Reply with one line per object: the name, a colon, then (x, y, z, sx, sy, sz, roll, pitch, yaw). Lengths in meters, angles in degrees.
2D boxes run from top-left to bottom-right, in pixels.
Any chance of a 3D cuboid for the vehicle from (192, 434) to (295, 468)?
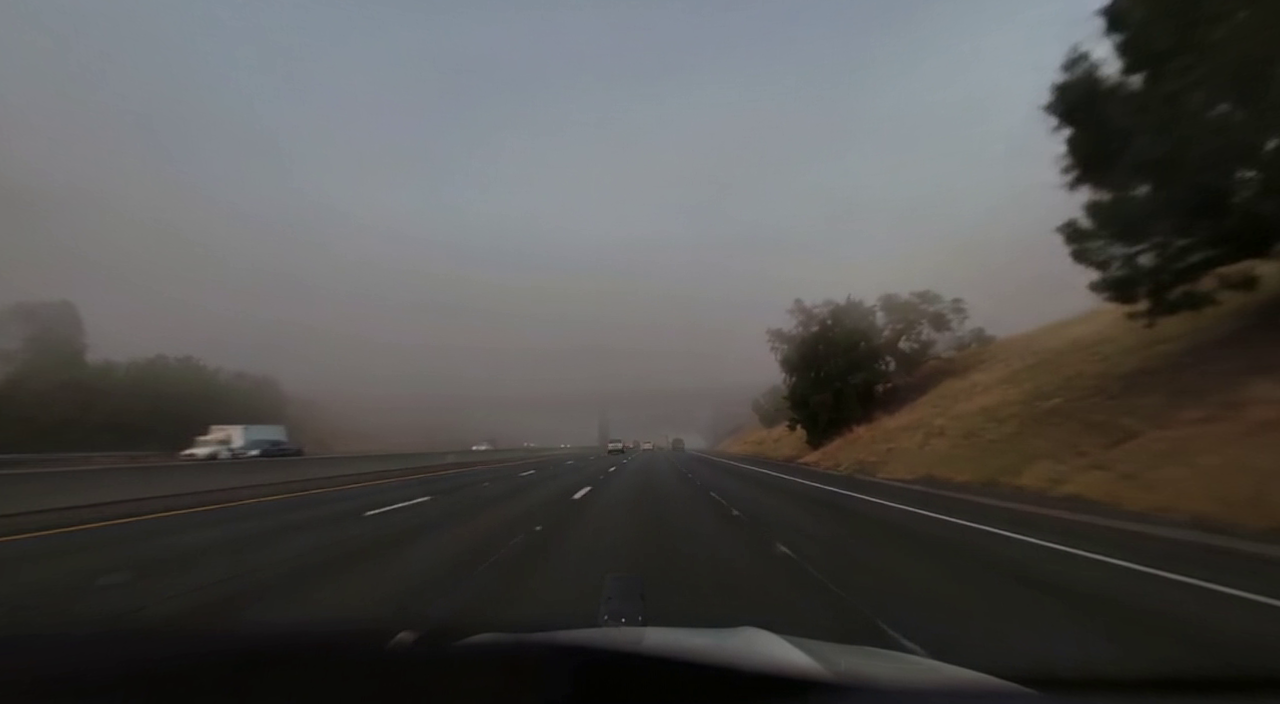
vehicle: (-24.163, 6.082, 38.792, 2.342, 1.928, 5.955, 0, -9, 1)
